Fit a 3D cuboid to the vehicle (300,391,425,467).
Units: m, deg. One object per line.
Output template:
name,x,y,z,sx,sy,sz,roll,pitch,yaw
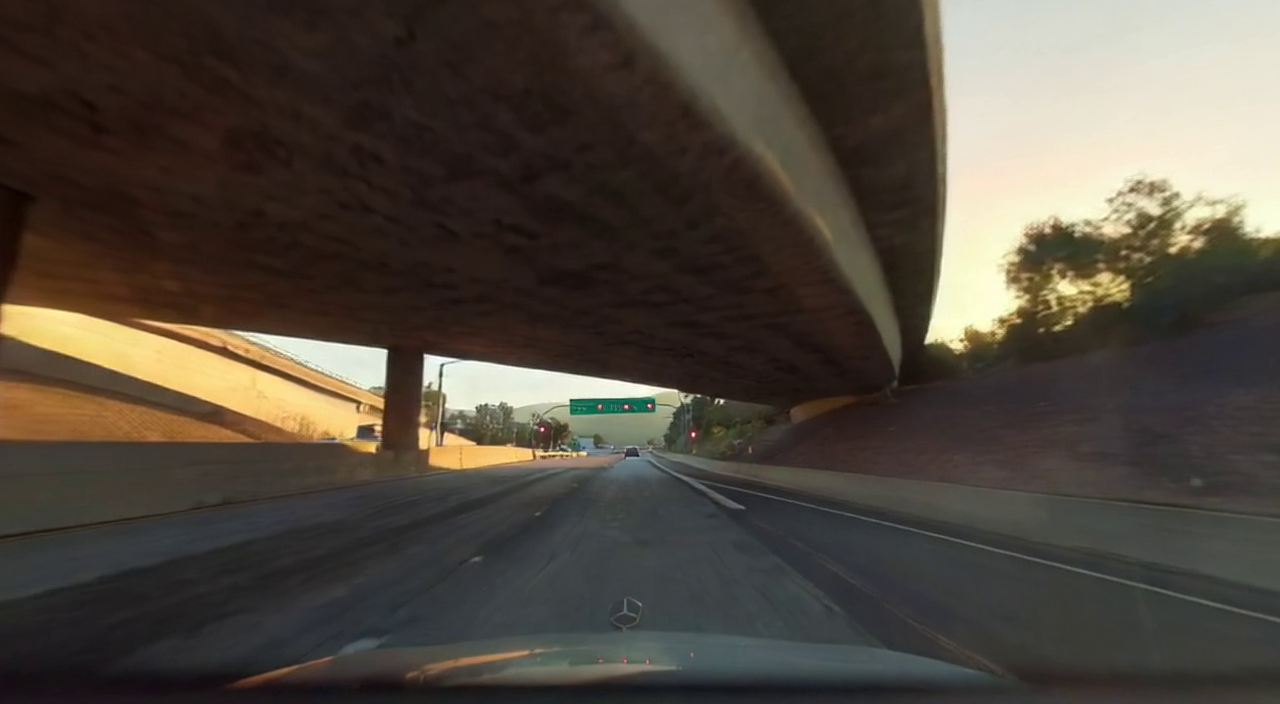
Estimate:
vehicle,-15.898,4.702,37.388,2.962,3.855,10.399,0,-9,-2
